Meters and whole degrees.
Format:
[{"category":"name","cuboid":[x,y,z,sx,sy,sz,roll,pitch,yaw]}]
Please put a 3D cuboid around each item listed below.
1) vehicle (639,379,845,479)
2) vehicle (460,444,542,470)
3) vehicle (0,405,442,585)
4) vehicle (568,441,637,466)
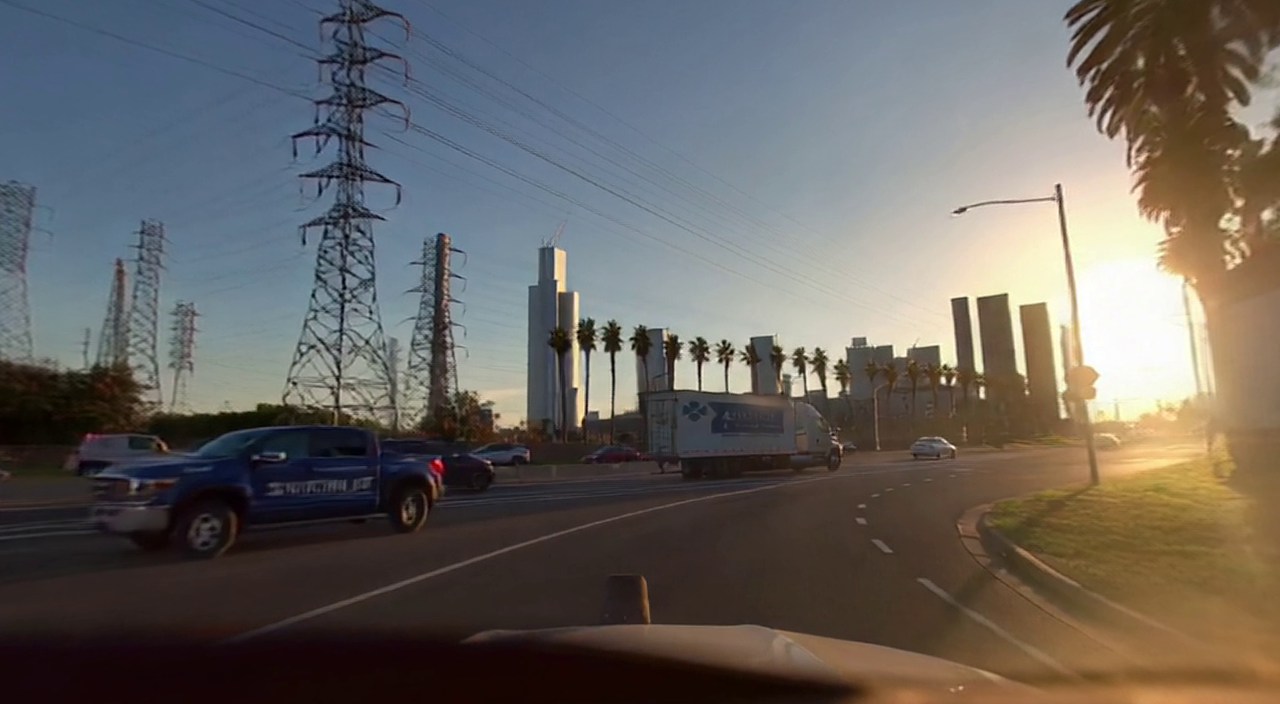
[{"category":"vehicle","cuboid":[5.256,3.746,29.907,11.567,3.933,2.903,7,-11,-41]},{"category":"vehicle","cuboid":[-8.139,6.148,37.207,4.419,1.451,1.792,8,-12,-43]},{"category":"vehicle","cuboid":[-5.785,1.860,9.174,2.101,1.848,5.132,-7,-11,40]},{"category":"vehicle","cuboid":[-2.502,6.869,42.914,4.532,1.567,1.847,7,-11,-42]}]
